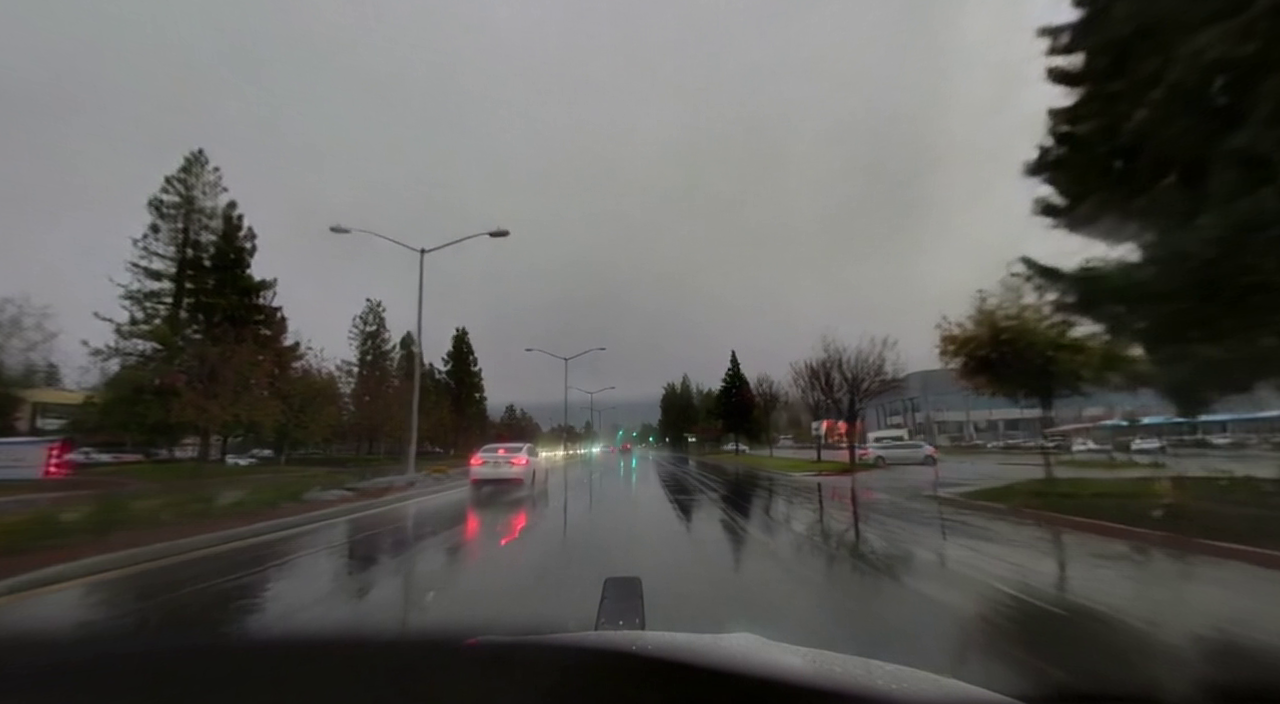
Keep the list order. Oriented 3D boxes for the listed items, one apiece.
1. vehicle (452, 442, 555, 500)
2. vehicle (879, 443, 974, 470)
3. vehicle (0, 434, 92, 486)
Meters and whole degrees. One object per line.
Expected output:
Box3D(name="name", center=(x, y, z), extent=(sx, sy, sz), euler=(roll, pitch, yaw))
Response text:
Box3D(name="vehicle", center=(-3.751, 3.351, 18.261), extent=(2.003, 1.454, 4.484), euler=(0, -9, 0))
Box3D(name="vehicle", center=(16.137, 5.896, 35.700), extent=(4.341, 1.412, 2.035), euler=(0, -9, -2))
Box3D(name="vehicle", center=(-34.131, 5.791, 33.946), extent=(6.915, 2.687, 2.367), euler=(0, -9, -1))
